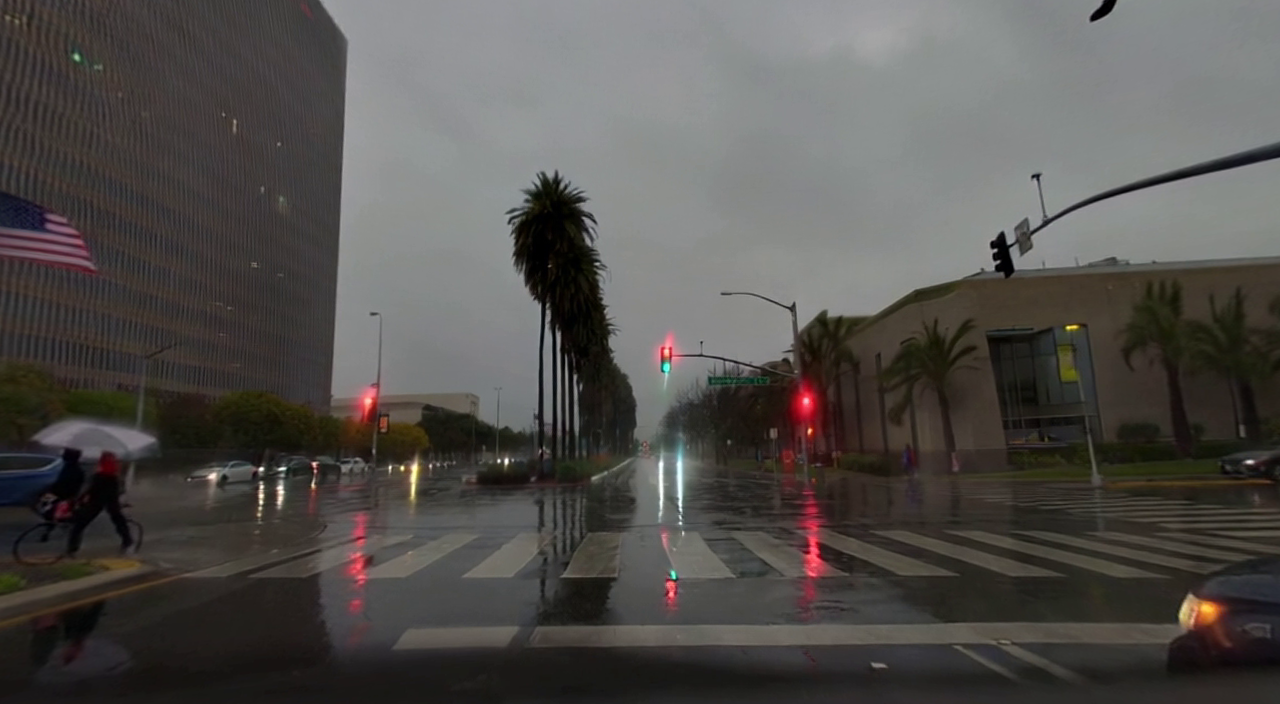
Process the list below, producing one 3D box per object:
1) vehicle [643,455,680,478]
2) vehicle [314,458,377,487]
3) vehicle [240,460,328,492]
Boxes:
[{"bbox_3d":[1.483,8.234,45.710,2.000,1.525,4.273,1,-9,-8],"label":"vehicle"},{"bbox_3d":[-20.112,8.231,43.376,2.043,1.745,4.420,-1,-9,2],"label":"vehicle"},{"bbox_3d":[-19.892,6.948,35.583,2.069,1.540,4.774,0,-8,2],"label":"vehicle"}]
